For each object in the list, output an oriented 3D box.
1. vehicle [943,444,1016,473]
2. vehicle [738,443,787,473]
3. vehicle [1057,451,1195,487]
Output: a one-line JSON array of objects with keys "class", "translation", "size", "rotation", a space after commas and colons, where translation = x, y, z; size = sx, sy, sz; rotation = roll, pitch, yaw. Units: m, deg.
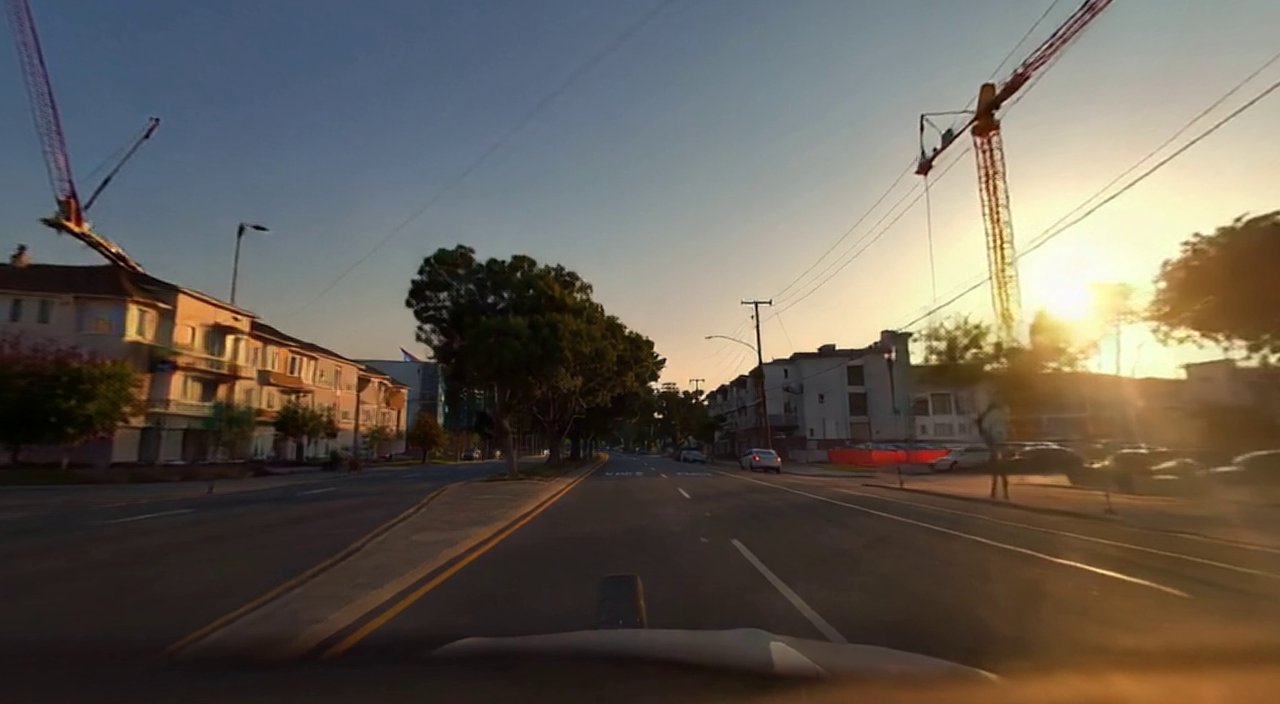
[{"class": "vehicle", "translation": [20.504, 6.429, 38.370], "size": [1.965, 1.690, 4.077], "rotation": [0, -9, -2]}, {"class": "vehicle", "translation": [7.572, 6.577, 39.469], "size": [2.080, 1.706, 4.392], "rotation": [0, -9, -1]}, {"class": "vehicle", "translation": [20.859, 5.012, 27.186], "size": [4.698, 1.386, 1.822], "rotation": [0, -10, -8]}]
